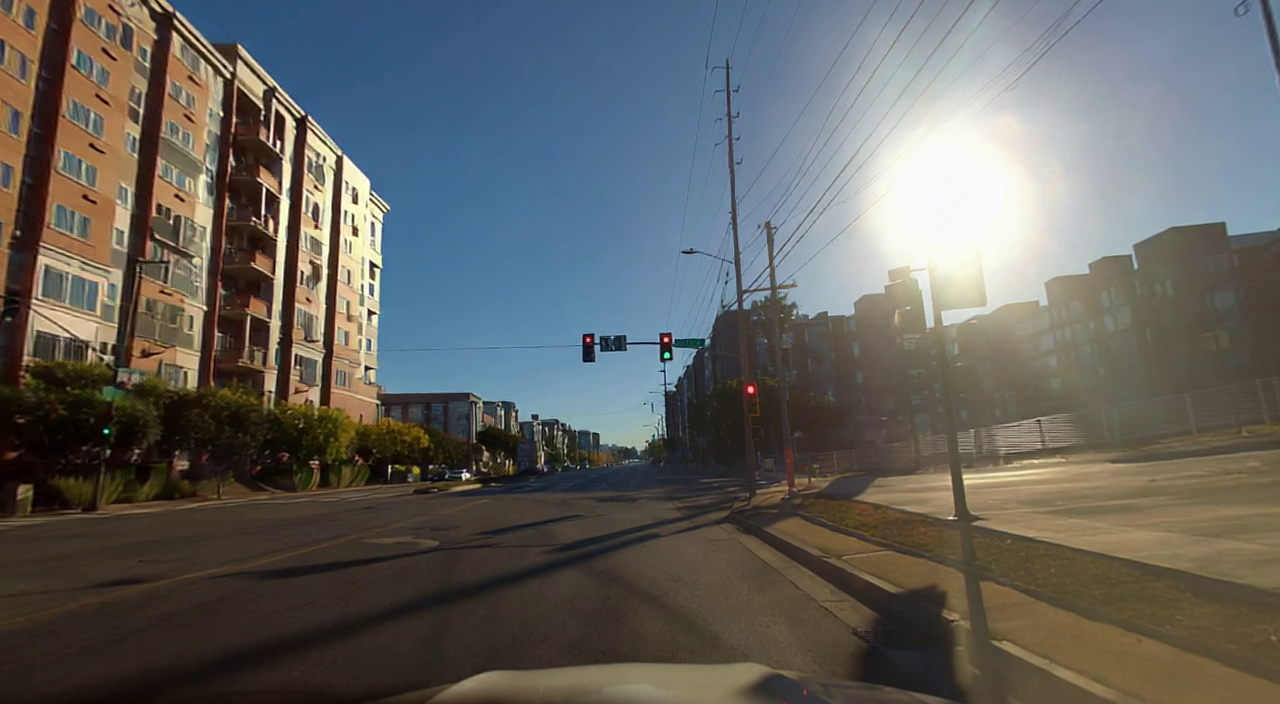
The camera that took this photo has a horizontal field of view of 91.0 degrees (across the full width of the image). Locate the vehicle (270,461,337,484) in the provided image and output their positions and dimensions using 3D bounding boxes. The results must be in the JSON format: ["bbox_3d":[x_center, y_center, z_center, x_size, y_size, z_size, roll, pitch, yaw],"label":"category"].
[{"bbox_3d":[-24.683,8.842,46.284,3.882,1.600,1.768,0,-9,2],"label":"vehicle"}]

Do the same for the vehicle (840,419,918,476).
[{"bbox_3d":[14.085,5.710,37.687,2.948,3.071,7.295,-2,-9,10],"label":"vehicle"}]
